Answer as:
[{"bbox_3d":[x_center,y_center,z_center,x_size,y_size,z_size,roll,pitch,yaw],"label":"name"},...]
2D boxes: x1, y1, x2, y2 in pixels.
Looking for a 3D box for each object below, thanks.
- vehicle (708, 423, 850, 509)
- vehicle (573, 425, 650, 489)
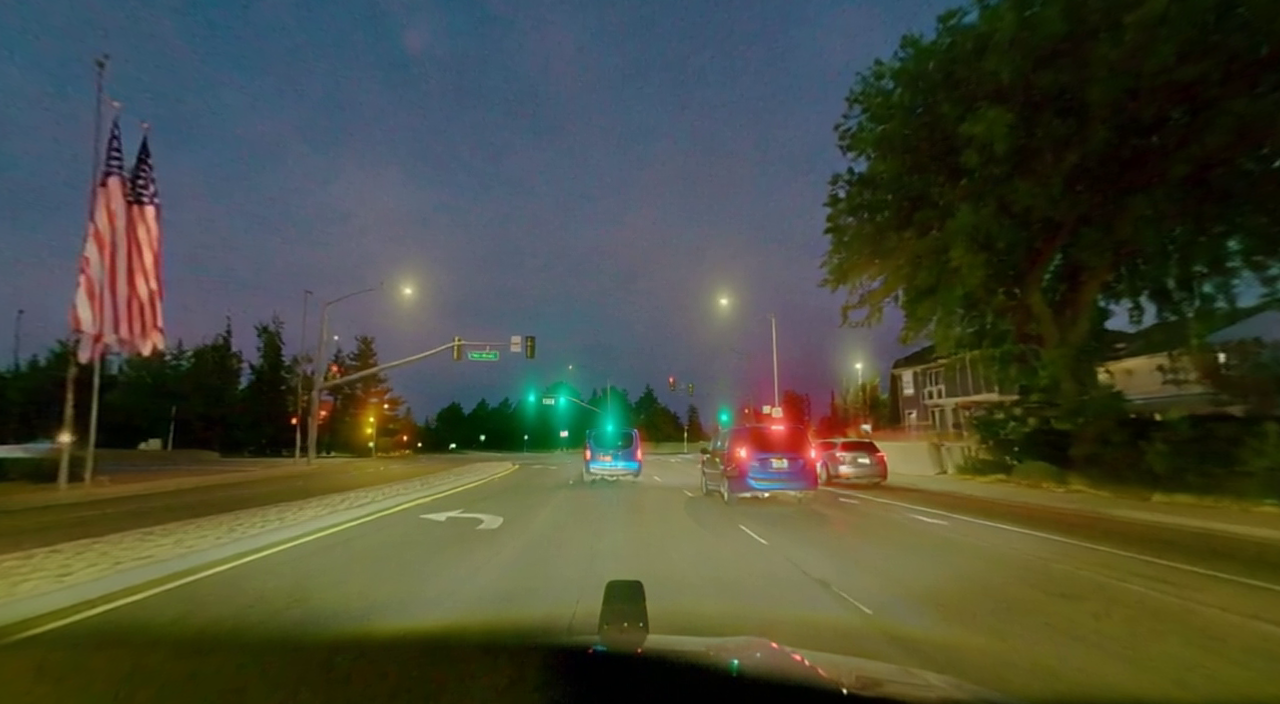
[{"bbox_3d":[3.028,2.601,14.887,2.024,1.686,4.588,0,-8,-4],"label":"vehicle"},{"bbox_3d":[-1.054,3.353,20.527,2.185,1.822,4.583,1,-8,-6],"label":"vehicle"}]
